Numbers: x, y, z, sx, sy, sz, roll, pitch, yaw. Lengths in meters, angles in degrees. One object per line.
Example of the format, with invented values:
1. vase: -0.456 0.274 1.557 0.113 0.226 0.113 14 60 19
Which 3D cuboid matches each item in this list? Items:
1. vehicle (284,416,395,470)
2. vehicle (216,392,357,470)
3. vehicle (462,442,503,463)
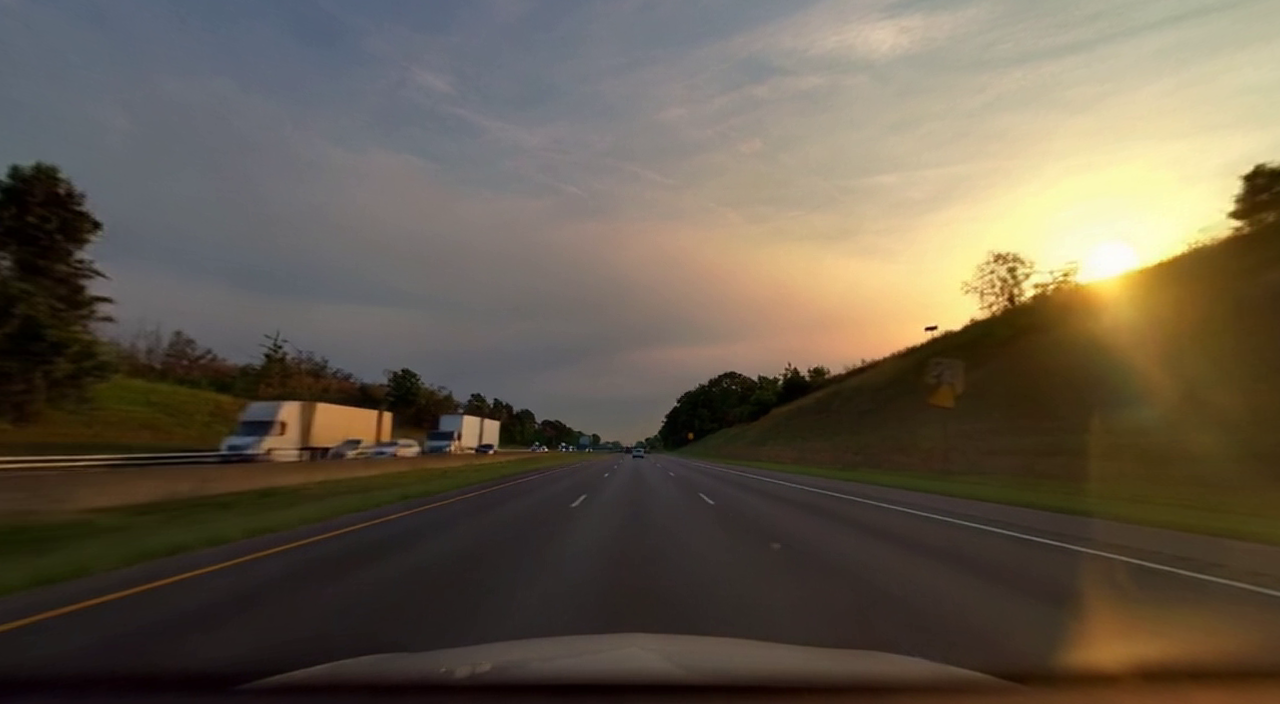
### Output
1. vehicle: -15.278 4.730 32.694 2.524 2.474 6.600 0 -9 0
2. vehicle: -19.305 4.497 35.273 3.262 3.832 7.945 0 -9 -1
3. vehicle: -11.770 7.545 47.320 1.992 1.503 4.414 0 -9 -1
